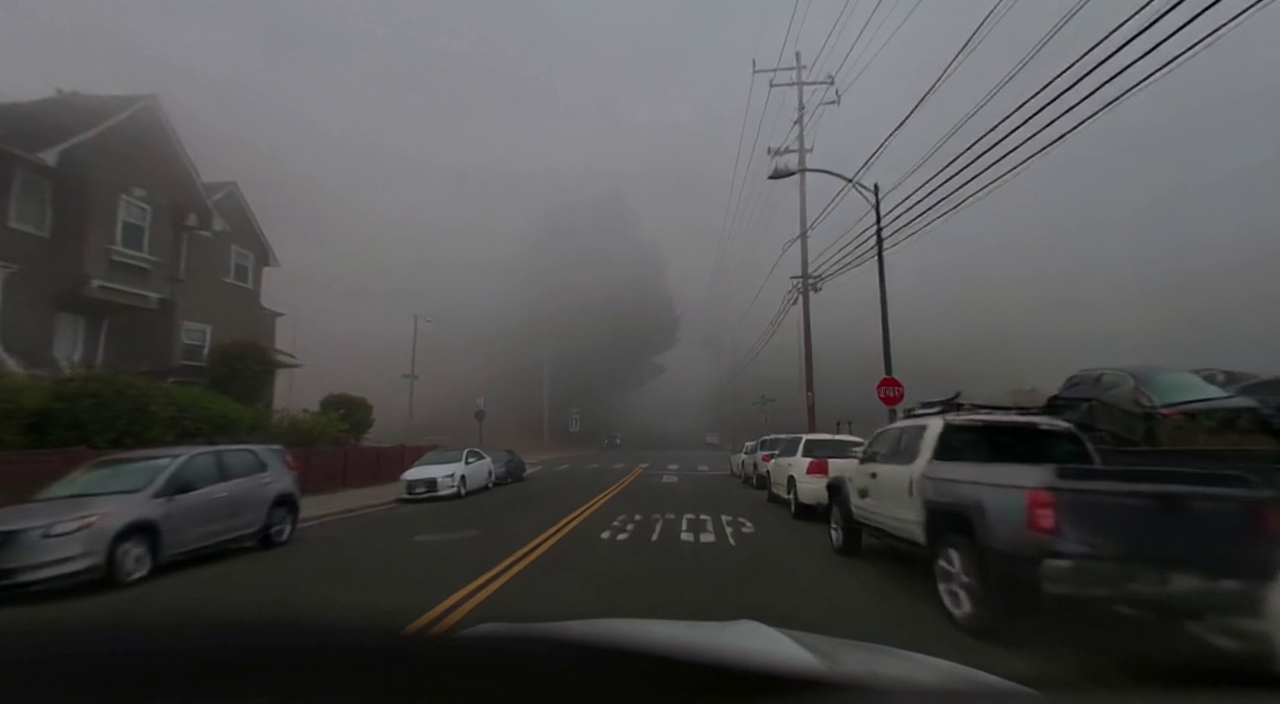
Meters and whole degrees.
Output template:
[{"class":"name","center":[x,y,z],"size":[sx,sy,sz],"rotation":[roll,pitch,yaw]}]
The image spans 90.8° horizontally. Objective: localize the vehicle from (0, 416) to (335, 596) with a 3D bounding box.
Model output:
[{"class":"vehicle","center":[-6.197,1.834,8.454],"size":[1.917,1.759,4.226],"rotation":[-1,-8,3]}]

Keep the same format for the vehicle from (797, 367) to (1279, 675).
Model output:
[{"class":"vehicle","center":[3.324,1.370,6.398],"size":[2.337,1.838,5.029],"rotation":[0,-8,2]}]

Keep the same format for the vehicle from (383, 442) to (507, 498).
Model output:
[{"class":"vehicle","center":[-5.548,3.395,18.676],"size":[2.098,1.454,4.449],"rotation":[0,-8,2]}]
